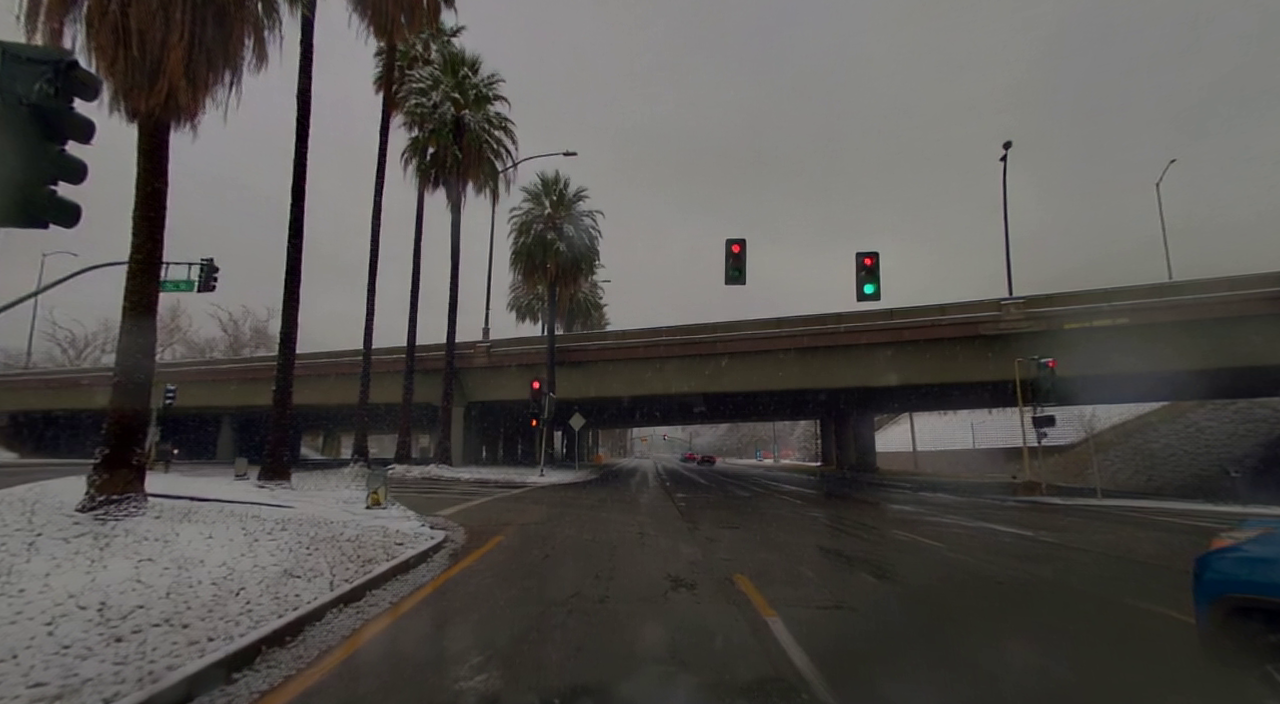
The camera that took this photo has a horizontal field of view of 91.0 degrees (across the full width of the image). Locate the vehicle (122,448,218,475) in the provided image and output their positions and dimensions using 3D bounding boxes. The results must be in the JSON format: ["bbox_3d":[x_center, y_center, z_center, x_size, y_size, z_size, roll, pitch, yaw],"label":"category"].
[{"bbox_3d":[-26.550,6.168,35.756,1.830,1.443,4.551,0,-9,2],"label":"vehicle"}]

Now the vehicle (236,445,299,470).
[{"bbox_3d":[-26.263,7.419,44.558,1.941,1.631,4.017,0,-9,0],"label":"vehicle"}]

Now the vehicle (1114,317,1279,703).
[{"bbox_3d":[3.463,0.515,0.786,2.028,1.770,4.737,0,-9,0],"label":"vehicle"}]
